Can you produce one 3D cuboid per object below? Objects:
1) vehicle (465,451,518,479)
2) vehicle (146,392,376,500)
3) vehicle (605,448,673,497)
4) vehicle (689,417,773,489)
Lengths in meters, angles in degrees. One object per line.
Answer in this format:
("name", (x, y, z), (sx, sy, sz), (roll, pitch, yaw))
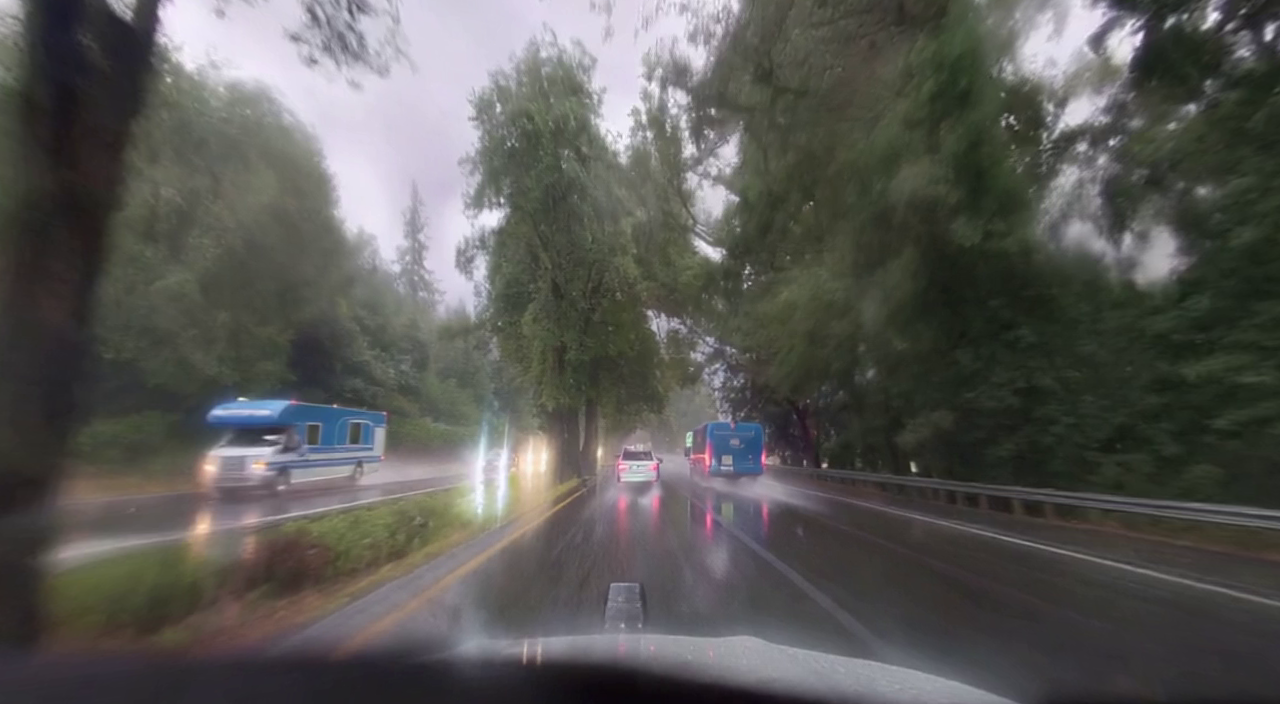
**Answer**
("vehicle", (-7.443, 5.683, 31.947), (1.719, 1.342, 3.683), (-1, -9, 1))
("vehicle", (-11.711, 3.098, 20.667), (2.810, 2.856, 7.582), (0, -9, 0))
("vehicle", (-0.033, 3.938, 20.956), (2.037, 1.417, 3.885), (0, -9, 0))
("vehicle", (3.637, 4.237, 26.588), (2.513, 2.633, 5.930), (0, -9, -1))
